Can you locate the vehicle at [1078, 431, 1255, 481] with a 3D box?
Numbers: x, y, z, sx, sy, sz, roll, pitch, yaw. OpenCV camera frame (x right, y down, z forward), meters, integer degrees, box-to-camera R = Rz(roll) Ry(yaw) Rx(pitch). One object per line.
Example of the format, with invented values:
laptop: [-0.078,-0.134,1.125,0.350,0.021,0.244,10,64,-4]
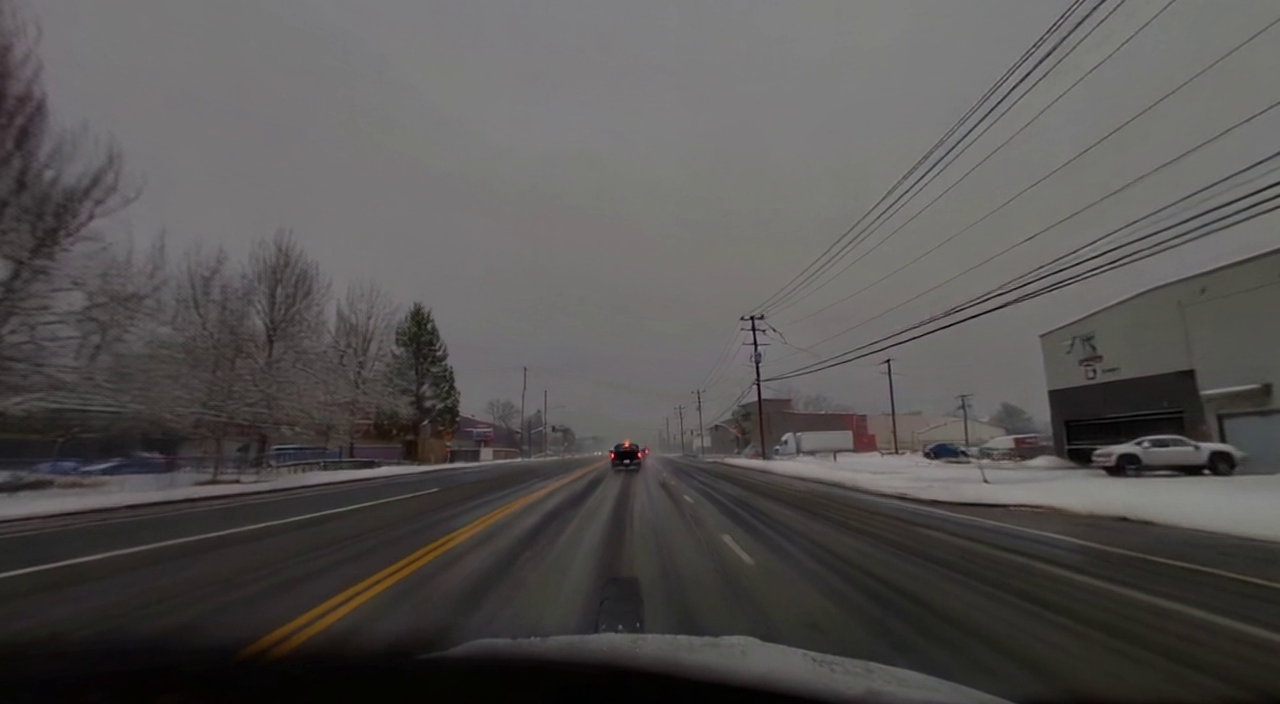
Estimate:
vehicle: [23.366,4.647,28.263,5.669,2.073,2.297,-1,-9,2]

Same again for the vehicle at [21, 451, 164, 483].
vehicle: [-26.384,5.537,30.619,4.728,1.431,2.287,0,-9,-2]

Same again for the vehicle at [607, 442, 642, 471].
vehicle: [-0.875,6.149,37.170,1.937,1.588,3.746,0,-9,0]
